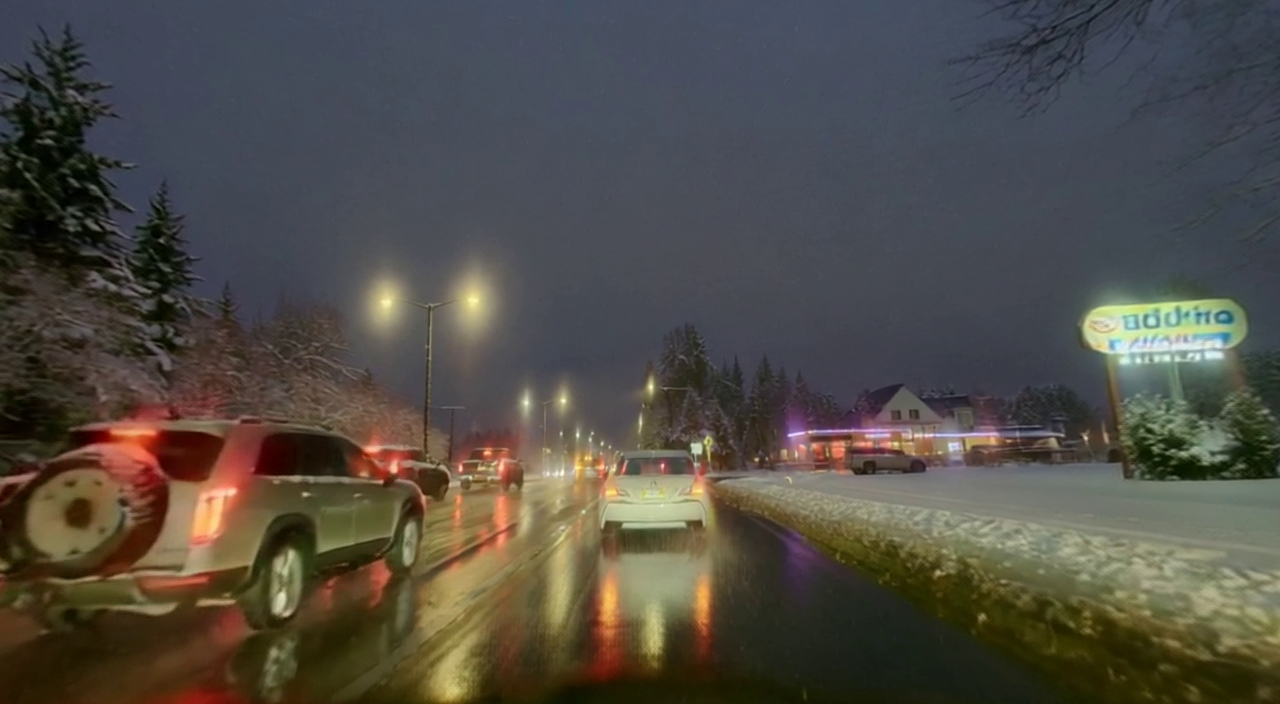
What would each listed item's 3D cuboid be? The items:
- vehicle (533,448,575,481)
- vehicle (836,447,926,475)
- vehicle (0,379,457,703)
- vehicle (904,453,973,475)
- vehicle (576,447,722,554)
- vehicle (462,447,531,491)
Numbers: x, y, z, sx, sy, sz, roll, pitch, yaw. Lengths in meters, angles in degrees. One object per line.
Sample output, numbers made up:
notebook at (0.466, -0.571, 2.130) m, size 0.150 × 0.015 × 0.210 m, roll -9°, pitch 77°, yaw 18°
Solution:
vehicle at (-6.324, 8.364, 47.096) m, size 2.348 × 2.250 × 5.004 m, roll 0°, pitch -9°, yaw 1°
vehicle at (18.349, 8.286, 48.145) m, size 5.852 × 1.962 × 2.323 m, roll -8°, pitch -12°, yaw 42°
vehicle at (-3.483, 1.359, 5.784) m, size 2.055 × 1.725 × 4.732 m, roll 0°, pitch -9°, yaw 1°
vehicle at (22.580, 8.465, 47.647) m, size 4.220 × 1.550 × 1.935 m, roll -10°, pitch -13°, yaw 43°
vehicle at (0.170, 2.434, 11.069) m, size 2.091 × 1.494 × 3.962 m, roll 0°, pitch -9°, yaw 1°
vehicle at (-6.697, 5.470, 29.959) m, size 2.130 × 1.900 × 4.470 m, roll 0°, pitch -9°, yaw 1°
